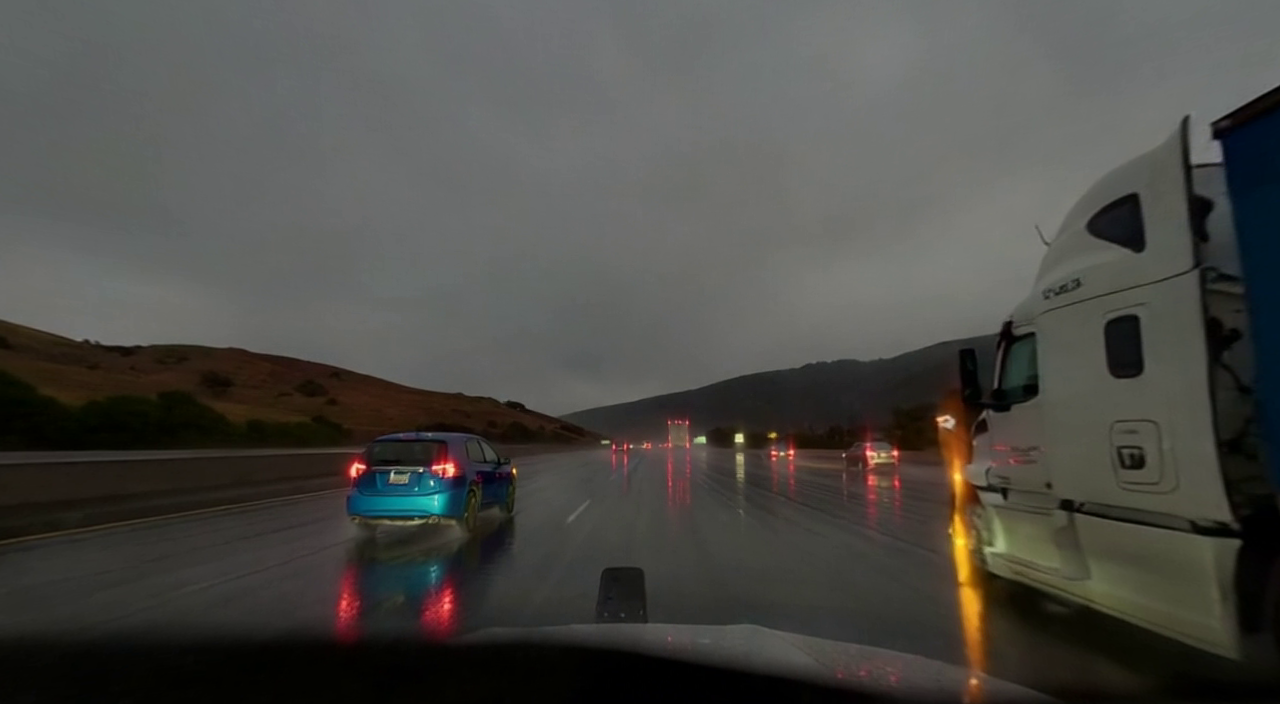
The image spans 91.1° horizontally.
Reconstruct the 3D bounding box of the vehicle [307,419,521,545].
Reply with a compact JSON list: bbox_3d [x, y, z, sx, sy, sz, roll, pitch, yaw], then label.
[{"bbox_3d":[-3.297,1.969,10.112,1.967,1.615,3.886,0,-8,0],"label":"vehicle"}]

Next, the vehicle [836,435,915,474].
[{"bbox_3d":[11.301,4.960,30.536,2.062,1.736,4.589,0,-8,0],"label":"vehicle"}]
